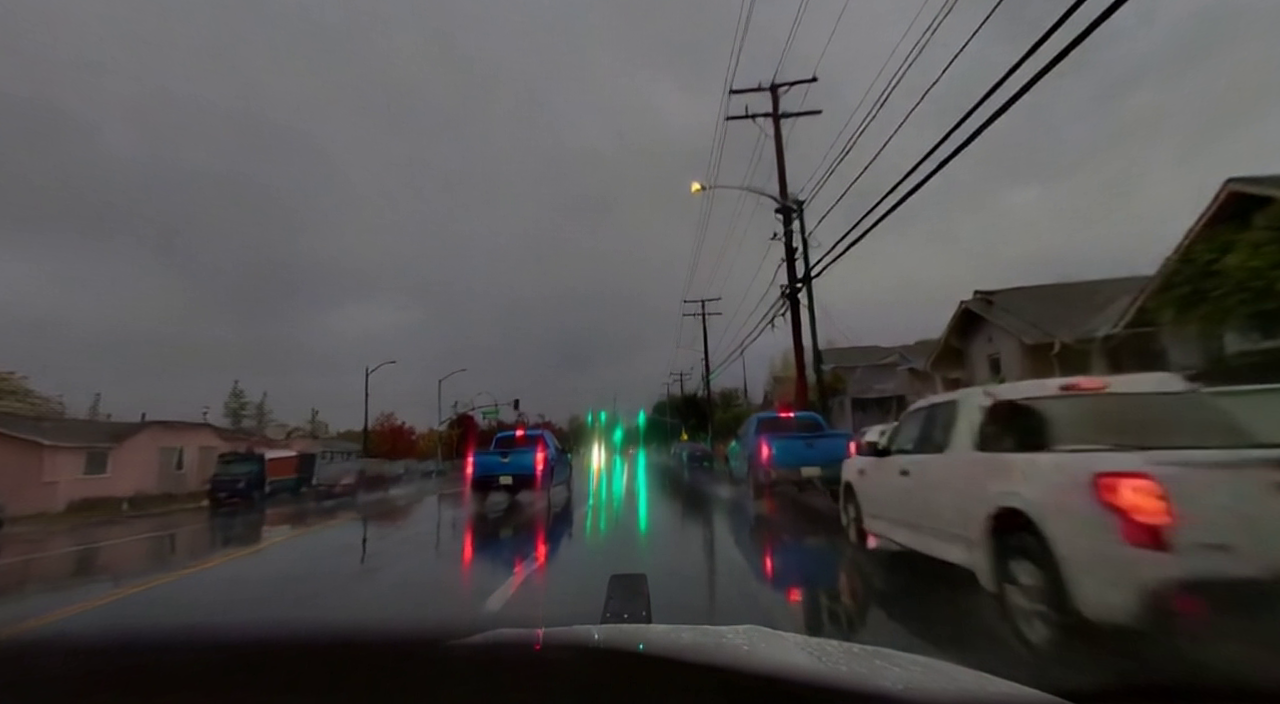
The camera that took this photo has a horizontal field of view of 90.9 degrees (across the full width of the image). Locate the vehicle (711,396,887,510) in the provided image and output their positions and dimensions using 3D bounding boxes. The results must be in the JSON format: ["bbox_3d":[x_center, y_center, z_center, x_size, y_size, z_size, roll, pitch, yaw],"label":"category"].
[{"bbox_3d":[3.203,2.305,14.580,2.415,2.004,6.589,-1,-9,1],"label":"vehicle"}]

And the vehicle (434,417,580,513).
[{"bbox_3d":[-2.923,2.672,15.334,2.242,1.890,5.306,-1,-9,2],"label":"vehicle"}]

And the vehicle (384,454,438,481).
[{"bbox_3d":[-15.225,7.685,42.168,2.026,1.617,3.933,-1,-8,2],"label":"vehicle"}]

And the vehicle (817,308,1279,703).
[{"bbox_3d":[3.144,1.031,4.848,2.052,1.750,4.679,0,-9,-2],"label":"vehicle"}]

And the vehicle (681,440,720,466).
[{"bbox_3d":[3.777,6.398,40.035,2.012,1.491,4.333,-1,-9,0],"label":"vehicle"}]

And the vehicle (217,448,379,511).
[{"bbox_3d":[-11.636,4.329,22.099,2.429,1.857,5.587,-1,-9,2],"label":"vehicle"}]
